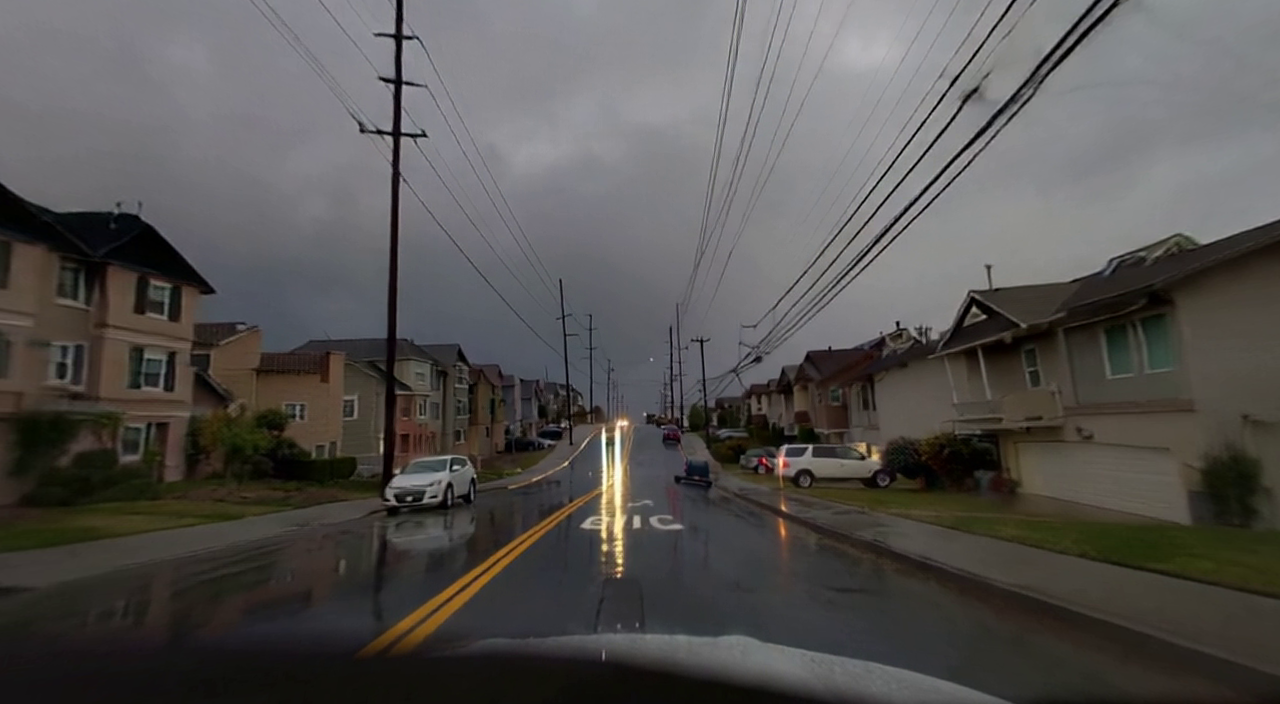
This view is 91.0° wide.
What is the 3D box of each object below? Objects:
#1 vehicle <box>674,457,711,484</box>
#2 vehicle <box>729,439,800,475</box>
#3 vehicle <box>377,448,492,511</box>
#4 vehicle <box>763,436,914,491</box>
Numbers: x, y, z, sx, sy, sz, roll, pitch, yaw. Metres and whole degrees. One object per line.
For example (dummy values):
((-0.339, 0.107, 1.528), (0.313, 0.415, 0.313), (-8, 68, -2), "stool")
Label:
((3.149, 7.239, 38.634), (2.063, 1.503, 4.415), (0, -9, 2), "vehicle")
((8.388, 7.128, 42.807), (4.286, 2.044, 1.913), (-4, -8, 0), "vehicle")
((-6.553, 4.217, 20.683), (2.156, 1.764, 4.410), (-2, -12, 2), "vehicle")
((8.184, 4.638, 26.369), (5.512, 1.846, 2.115), (-3, -9, 1), "vehicle")
